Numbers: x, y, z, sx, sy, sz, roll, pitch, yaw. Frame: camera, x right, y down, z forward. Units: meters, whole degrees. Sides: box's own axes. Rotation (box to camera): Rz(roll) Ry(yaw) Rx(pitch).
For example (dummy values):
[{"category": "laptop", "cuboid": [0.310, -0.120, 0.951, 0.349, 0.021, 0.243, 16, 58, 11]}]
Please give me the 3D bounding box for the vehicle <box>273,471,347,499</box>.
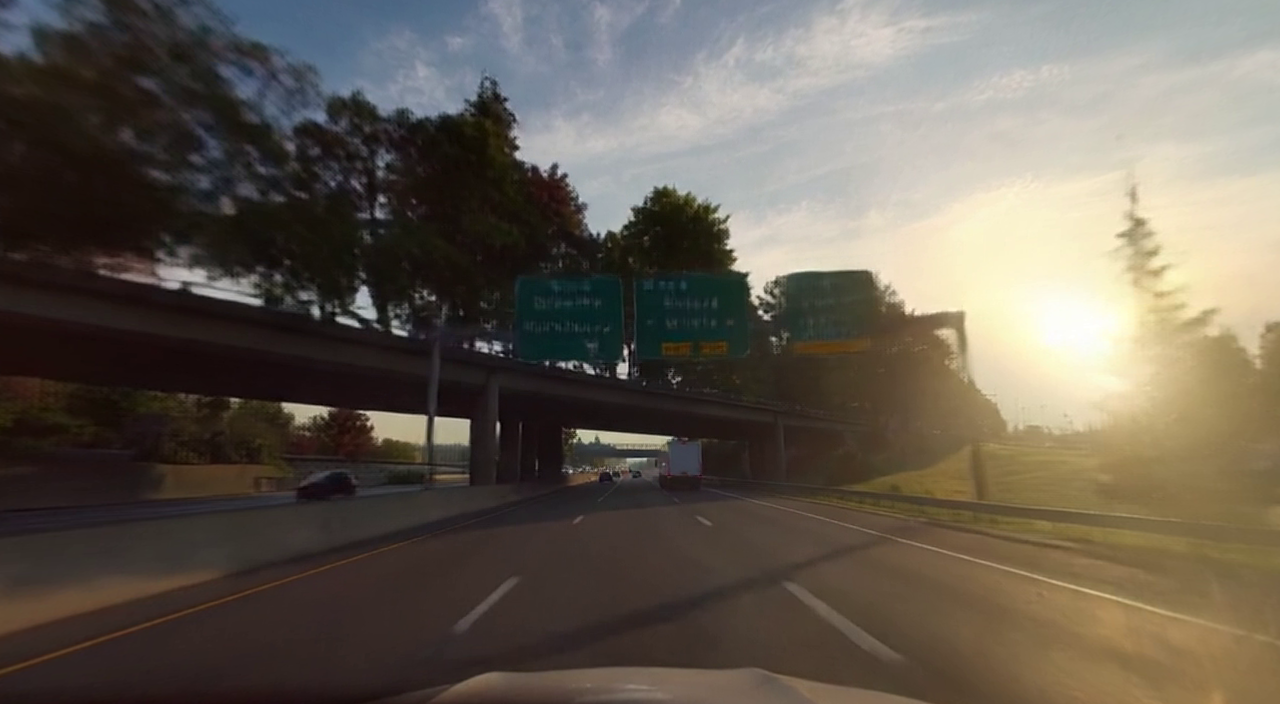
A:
[{"category": "vehicle", "cuboid": [-19.674, 7.948, 37.758, 2.050, 1.508, 4.321, 1, -10, 0]}]
